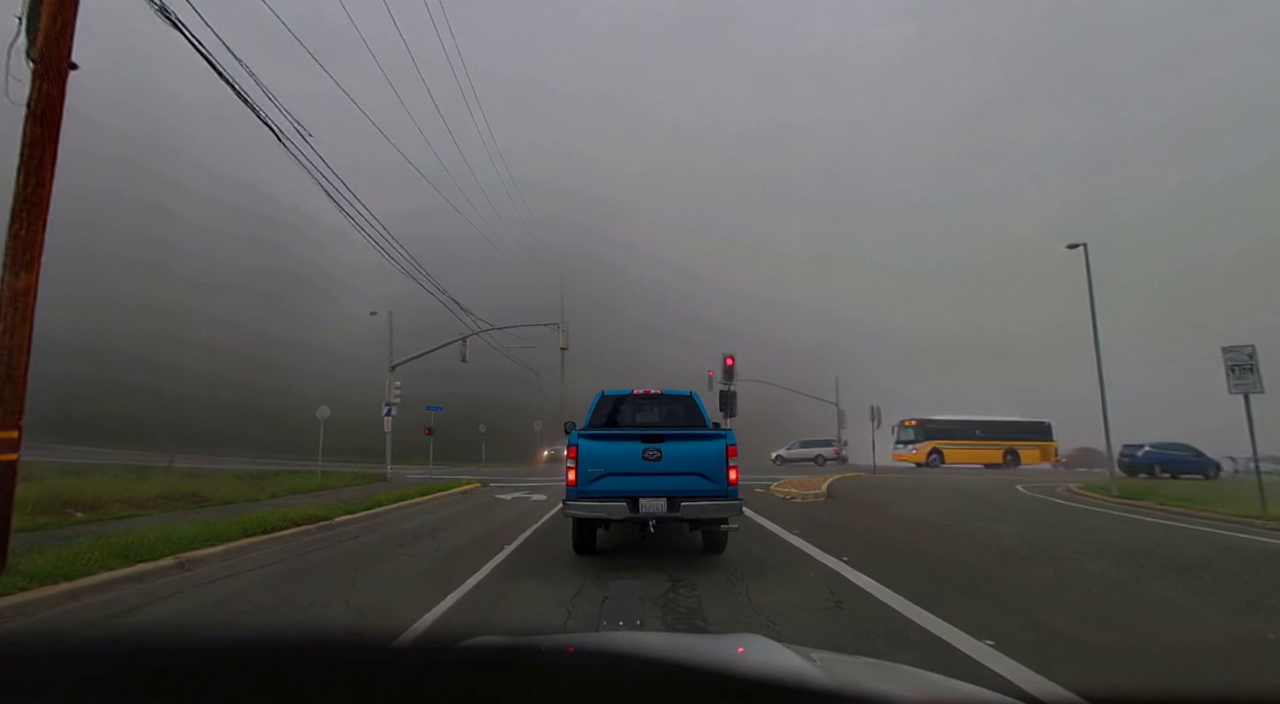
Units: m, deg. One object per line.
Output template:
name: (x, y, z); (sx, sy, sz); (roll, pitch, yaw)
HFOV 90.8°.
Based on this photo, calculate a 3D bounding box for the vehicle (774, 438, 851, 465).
vehicle: (12.576, 7.290, 46.308); (5.235, 1.878, 2.107); (-2, -9, 11)

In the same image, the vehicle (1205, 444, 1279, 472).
vehicle: (40.531, 6.903, 41.243); (5.426, 1.728, 1.999); (0, -8, -3)

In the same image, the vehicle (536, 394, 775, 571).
vehicle: (0.122, 1.880, 9.994); (2.707, 1.964, 5.485); (0, -8, -1)

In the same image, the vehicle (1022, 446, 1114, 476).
vehicle: (30.277, 7.686, 44.790); (5.077, 2.008, 1.991); (0, -8, -4)

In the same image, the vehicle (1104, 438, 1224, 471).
vehicle: (25.636, 5.004, 30.957); (4.520, 1.496, 2.060); (1, -9, -13)

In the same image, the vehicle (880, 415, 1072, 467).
vehicle: (21.860, 5.881, 41.641); (10.726, 3.128, 3.003); (-1, -8, 3)
